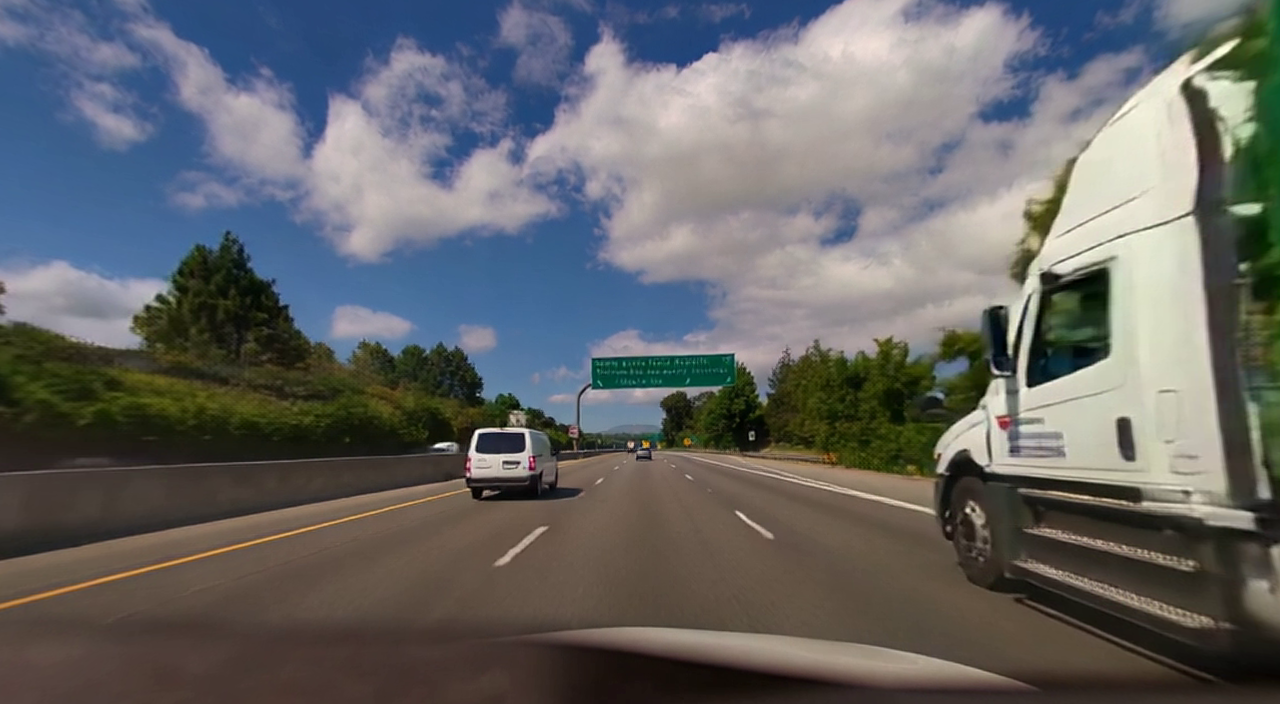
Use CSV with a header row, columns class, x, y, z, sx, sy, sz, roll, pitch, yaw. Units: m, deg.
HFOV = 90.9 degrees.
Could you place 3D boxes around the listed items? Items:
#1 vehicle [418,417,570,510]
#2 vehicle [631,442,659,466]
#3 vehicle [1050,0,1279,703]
class,x,y,z,sx,sy,sz,roll,pitch,yaw
vehicle,-3.403,2.803,16.251,2.572,1.927,5.803,0,-9,-1
vehicle,0.346,7.658,47.308,2.067,1.690,3.901,0,-9,0
vehicle,4.150,-0.448,0.321,3.007,3.949,7.005,0,-9,0
